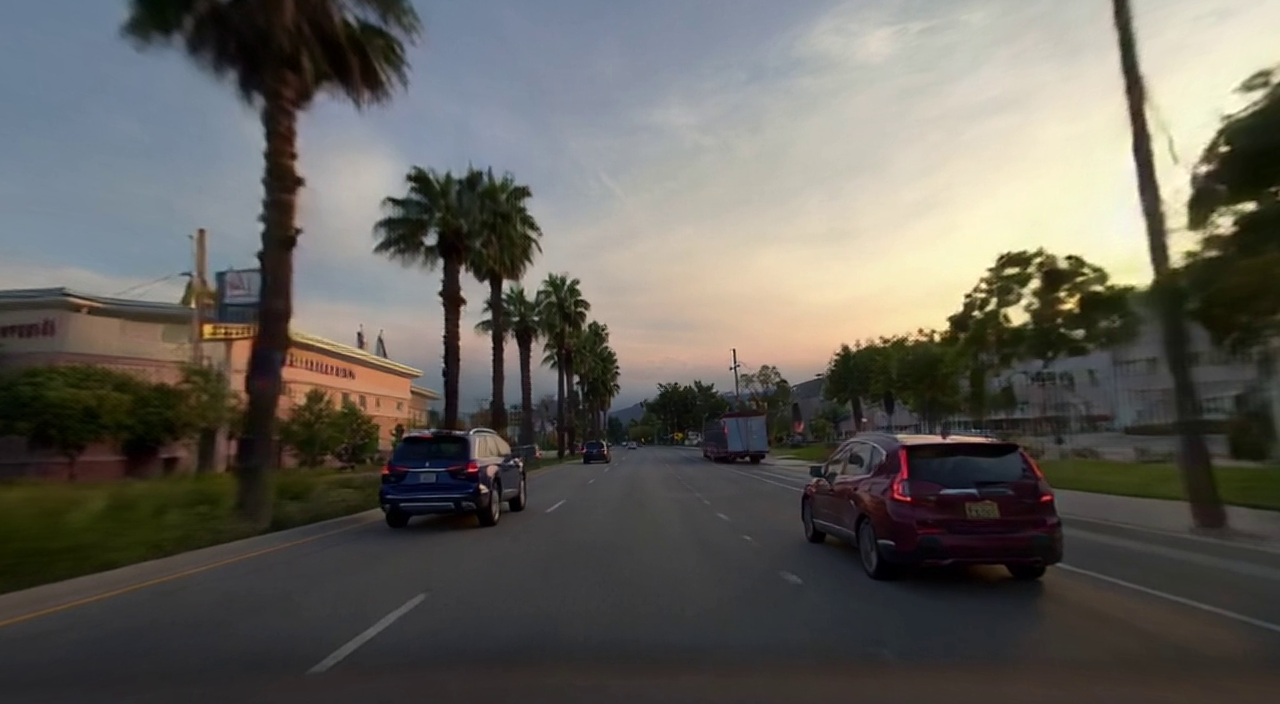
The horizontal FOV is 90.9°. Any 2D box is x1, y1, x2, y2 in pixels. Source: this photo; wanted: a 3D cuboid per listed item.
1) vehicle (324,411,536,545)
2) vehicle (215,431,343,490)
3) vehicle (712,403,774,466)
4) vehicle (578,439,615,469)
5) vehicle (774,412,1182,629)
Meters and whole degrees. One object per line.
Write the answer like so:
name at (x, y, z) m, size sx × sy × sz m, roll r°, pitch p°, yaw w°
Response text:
vehicle at (-3.219, 2.029, 10.813) m, size 2.058 × 1.804 × 4.391 m, roll 0°, pitch -8°, yaw 1°
vehicle at (-21.838, 6.568, 38.884) m, size 2.989 × 3.225 × 8.285 m, roll 0°, pitch -8°, yaw 0°
vehicle at (7.039, 5.831, 44.345) m, size 2.902 × 3.992 × 8.073 m, roll 0°, pitch -8°, yaw 0°
vehicle at (-2.658, 6.341, 39.562) m, size 1.998 × 1.743 × 4.402 m, roll 0°, pitch -8°, yaw 1°
vehicle at (2.837, 1.492, 6.585) m, size 1.946 × 1.513 × 4.133 m, roll 0°, pitch -8°, yaw 0°
